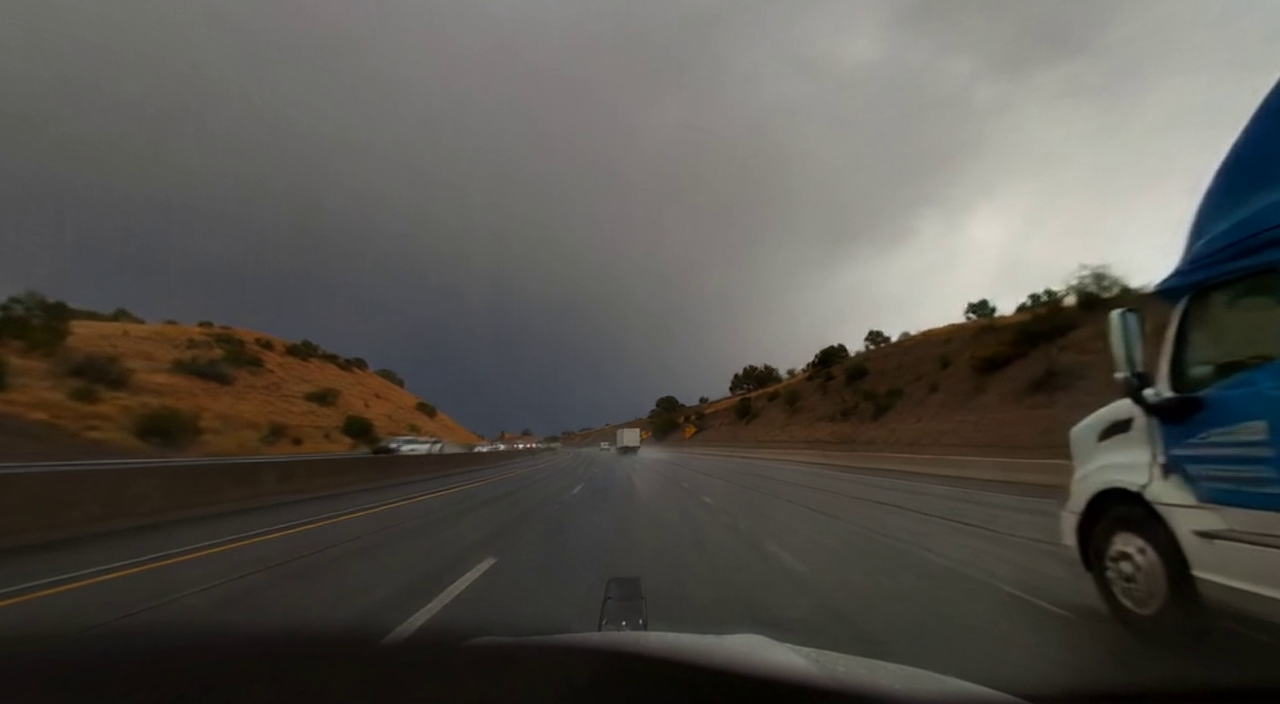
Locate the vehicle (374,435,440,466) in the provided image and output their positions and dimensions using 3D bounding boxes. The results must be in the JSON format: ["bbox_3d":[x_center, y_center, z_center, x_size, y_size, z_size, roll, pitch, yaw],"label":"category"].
[{"bbox_3d":[-15.277,6.475,41.745,2.249,1.861,5.837,0,-8,-1],"label":"vehicle"}]
